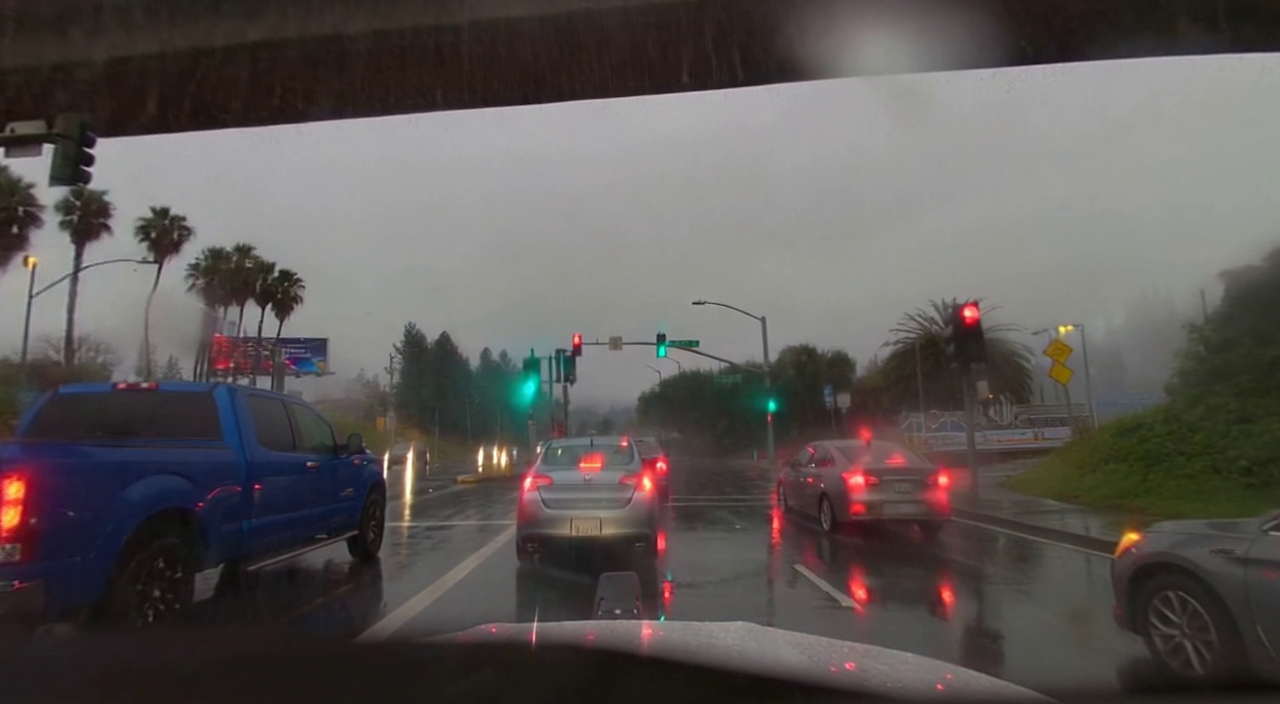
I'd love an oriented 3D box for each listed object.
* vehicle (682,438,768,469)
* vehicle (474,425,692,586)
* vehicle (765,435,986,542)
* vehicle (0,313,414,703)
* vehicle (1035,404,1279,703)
[{"bbox_3d":[4.204,5.130,31.966,1.878,1.428,4.416,5,-10,-32],"label":"vehicle"},{"bbox_3d":[-0.634,1.751,8.052,2.035,1.491,4.090,0,-9,-3],"label":"vehicle"},{"bbox_3d":[3.693,2.215,10.968,1.965,1.448,4.486,0,-9,-2],"label":"vehicle"},{"bbox_3d":[-3.787,1.104,4.932,2.078,1.838,5.448,0,-9,-1],"label":"vehicle"},{"bbox_3d":[3.881,0.892,2.183,2.052,1.496,4.541,0,-9,0],"label":"vehicle"}]
